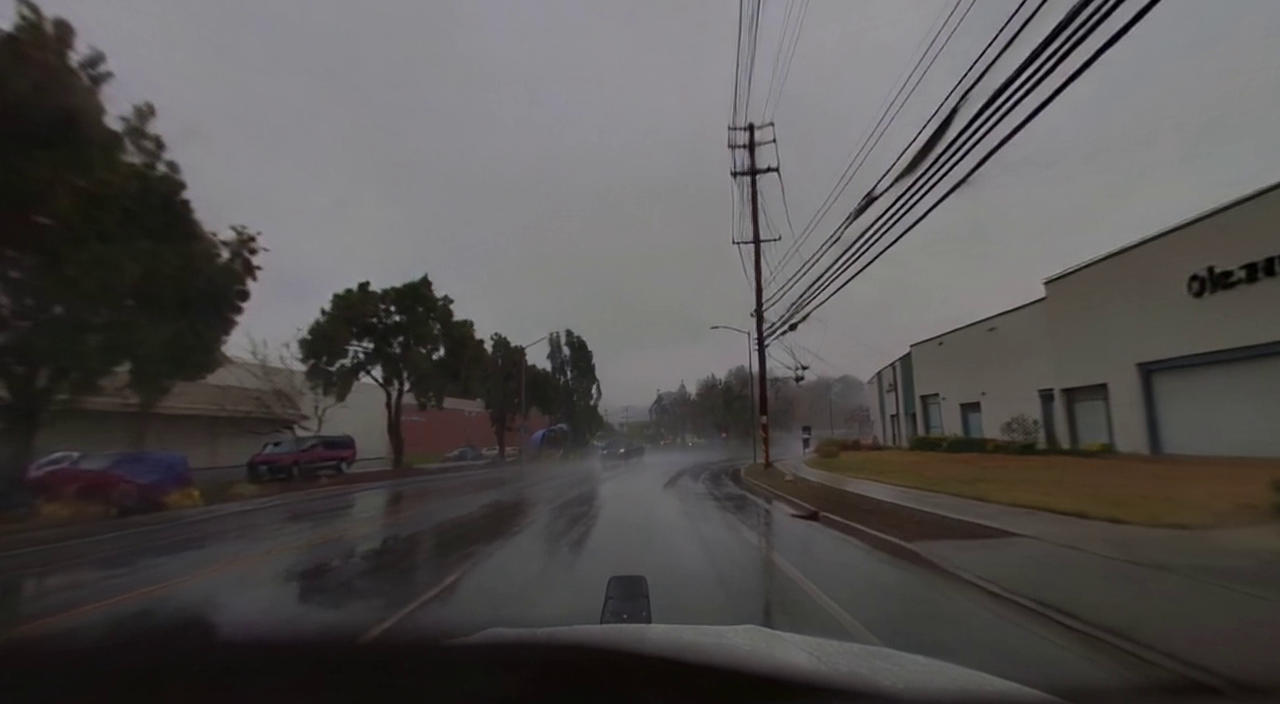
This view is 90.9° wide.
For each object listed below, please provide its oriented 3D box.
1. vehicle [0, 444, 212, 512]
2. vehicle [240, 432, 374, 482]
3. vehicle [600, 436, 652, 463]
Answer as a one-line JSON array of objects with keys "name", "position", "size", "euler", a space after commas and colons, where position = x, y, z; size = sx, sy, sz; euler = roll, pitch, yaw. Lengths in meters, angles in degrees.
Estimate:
[{"name": "vehicle", "position": [-14.467, 3.347, 17.357], "size": [2.070, 1.577, 4.652], "euler": [0, -8, 0]}, {"name": "vehicle", "position": [-15.864, 5.126, 30.684], "size": [2.502, 2.113, 6.488], "euler": [-1, -10, 5]}, {"name": "vehicle", "position": [-1.015, 7.603, 49.156], "size": [2.490, 1.961, 5.553], "euler": [-2, -9, 16]}]
